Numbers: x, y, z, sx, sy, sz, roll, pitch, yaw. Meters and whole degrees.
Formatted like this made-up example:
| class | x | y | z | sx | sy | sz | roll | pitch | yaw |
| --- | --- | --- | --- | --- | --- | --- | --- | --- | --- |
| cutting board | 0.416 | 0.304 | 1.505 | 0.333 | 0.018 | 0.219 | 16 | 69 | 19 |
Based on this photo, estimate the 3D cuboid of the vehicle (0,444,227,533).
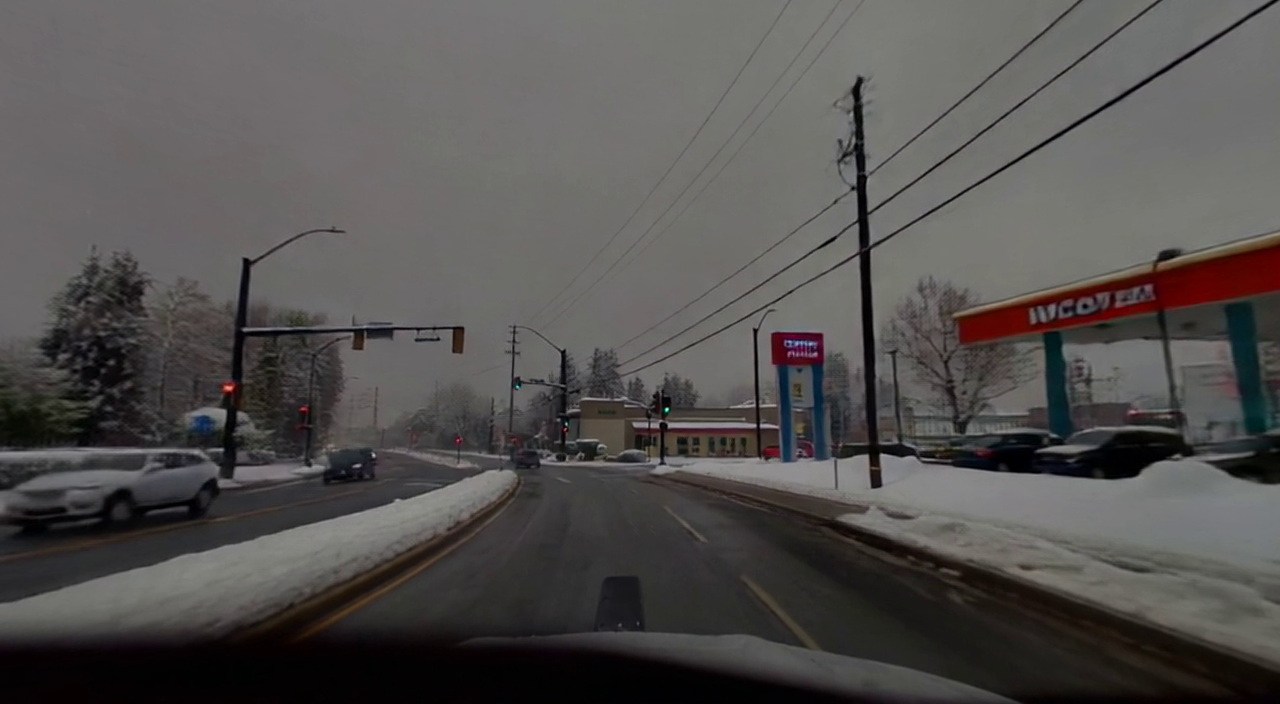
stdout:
| class | x | y | z | sx | sy | sz | roll | pitch | yaw |
| --- | --- | --- | --- | --- | --- | --- | --- | --- | --- |
| vehicle | -11.270 | 2.856 | 13.849 | 1.918 | 1.628 | 4.011 | 1 | -9 | -5 |

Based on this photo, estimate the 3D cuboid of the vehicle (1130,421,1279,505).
| class | x | y | z | sx | sy | sz | roll | pitch | yaw |
| --- | --- | --- | --- | --- | --- | --- | --- | --- | --- |
| vehicle | 14.242 | 2.409 | 13.966 | 4.996 | 1.720 | 2.027 | -1 | -8 | 3 |

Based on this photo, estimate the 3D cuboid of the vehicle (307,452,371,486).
| class | x | y | z | sx | sy | sz | roll | pitch | yaw |
| --- | --- | --- | --- | --- | --- | --- | --- | --- | --- |
| vehicle | -14.581 | 5.646 | 30.814 | 1.863 | 1.439 | 4.351 | 2 | -9 | -13 |

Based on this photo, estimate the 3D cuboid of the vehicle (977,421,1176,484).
| class | x | y | z | sx | sy | sz | roll | pitch | yaw |
| --- | --- | --- | --- | --- | --- | --- | --- | --- | --- |
| vehicle | 13.411 | 3.136 | 19.689 | 4.444 | 1.815 | 2.239 | 0 | -9 | 2 |

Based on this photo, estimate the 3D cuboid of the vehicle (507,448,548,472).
| class | x | y | z | sx | sy | sz | roll | pitch | yaw |
| --- | --- | --- | --- | --- | --- | --- | --- | --- | --- |
| vehicle | -7.746 | 7.353 | 43.228 | 2.094 | 1.500 | 3.682 | 3 | -9 | -21 |
